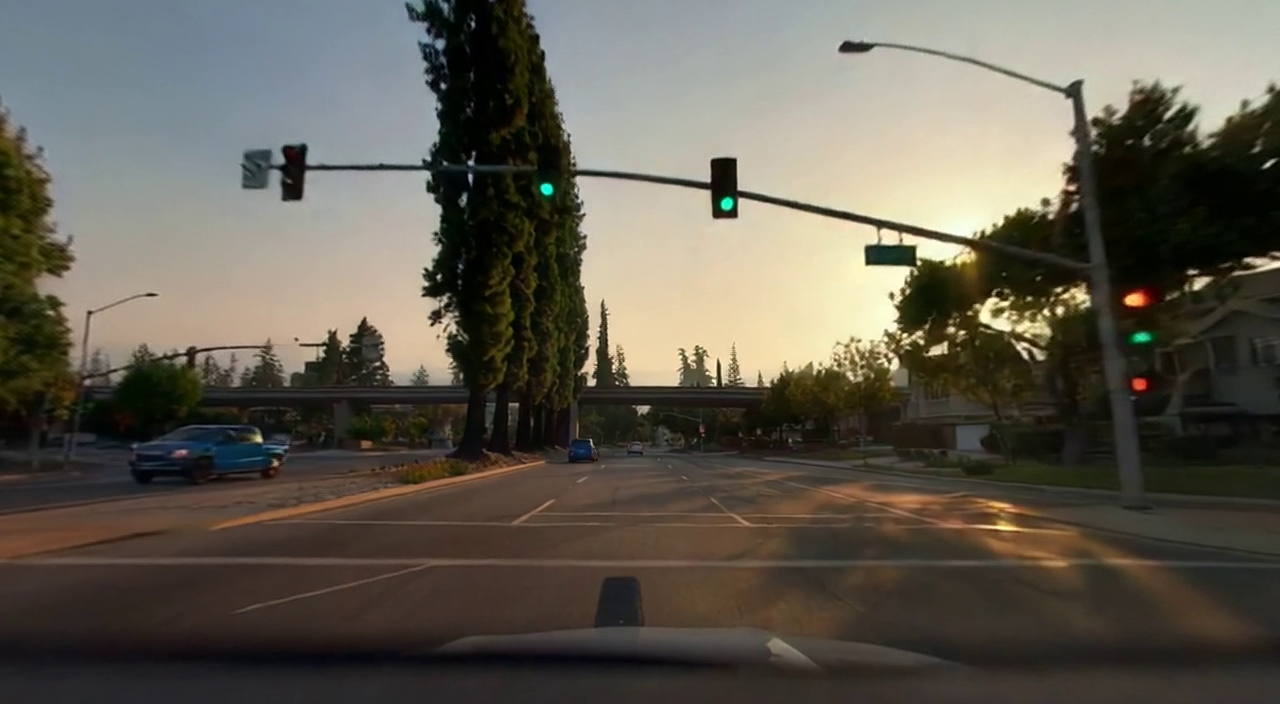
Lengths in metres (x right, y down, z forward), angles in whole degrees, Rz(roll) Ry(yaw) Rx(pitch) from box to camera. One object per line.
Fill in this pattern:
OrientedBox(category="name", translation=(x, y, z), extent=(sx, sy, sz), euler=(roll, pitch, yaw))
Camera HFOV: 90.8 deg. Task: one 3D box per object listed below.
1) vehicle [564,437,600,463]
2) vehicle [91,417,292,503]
OrientedBox(category="vehicle", translation=(-3.916, 6.694, 43.232), extent=(2.042, 1.686, 4.372), euler=(0, -9, 0))
OrientedBox(category="vehicle", translation=(-12.627, 3.066, 18.372), extent=(2.268, 2.038, 5.024), euler=(-2, -8, -1))
